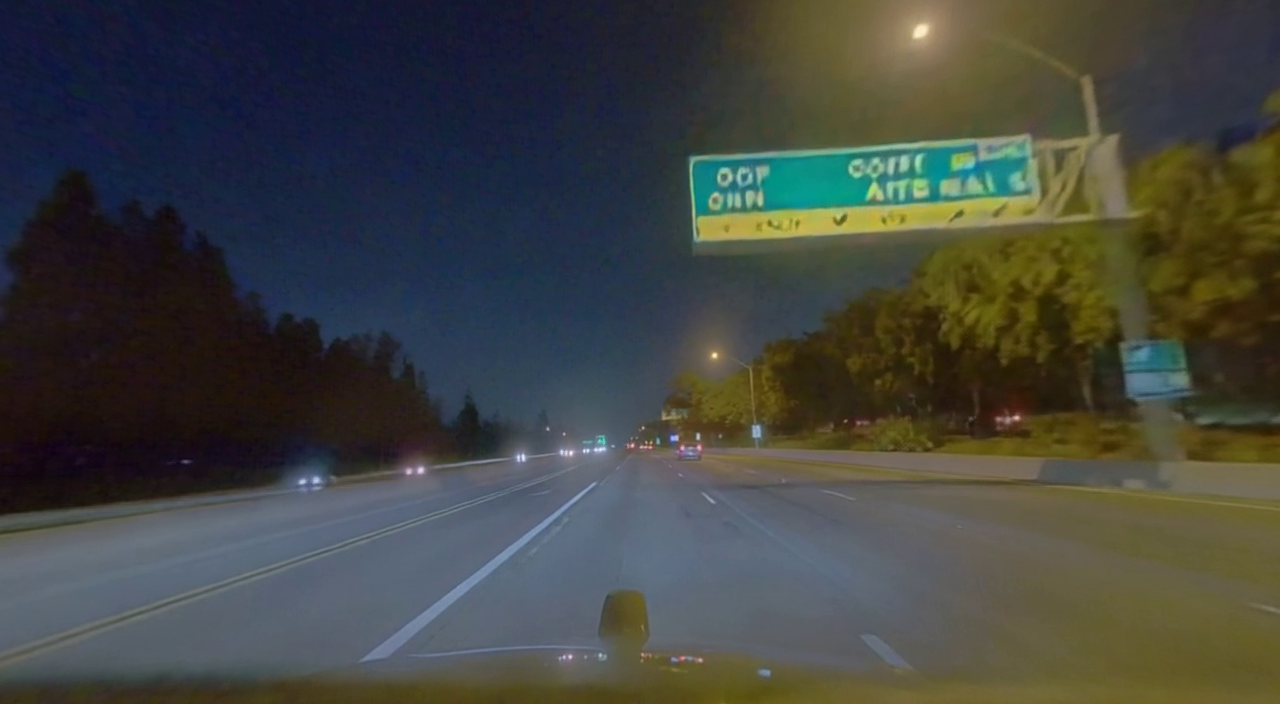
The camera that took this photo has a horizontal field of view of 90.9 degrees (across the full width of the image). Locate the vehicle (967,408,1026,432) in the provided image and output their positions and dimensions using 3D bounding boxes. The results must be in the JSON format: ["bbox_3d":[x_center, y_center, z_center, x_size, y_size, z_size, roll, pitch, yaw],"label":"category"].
[{"bbox_3d":[26.230,5.055,46.556,1.887,1.537,3.996,0,-8,-2],"label":"vehicle"}]

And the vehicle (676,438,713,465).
[{"bbox_3d":[3.780,6.962,44.325,2.099,1.748,4.331,0,-8,-2],"label":"vehicle"}]
